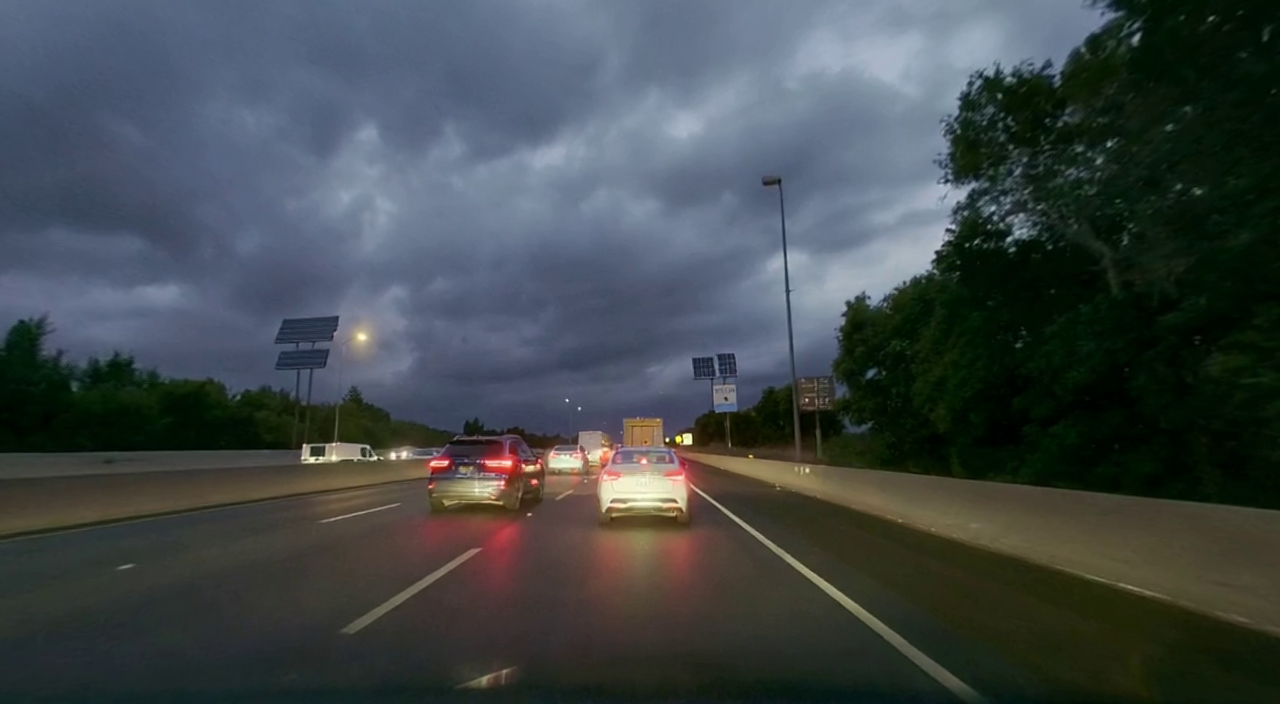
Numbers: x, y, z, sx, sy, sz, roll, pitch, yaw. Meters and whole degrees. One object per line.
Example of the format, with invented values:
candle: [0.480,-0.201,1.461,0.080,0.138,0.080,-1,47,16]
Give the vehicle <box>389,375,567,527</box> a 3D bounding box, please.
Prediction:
vehicle: [-3.329,2.303,14.873,2.289,2.757,6.726,0,-9,1]

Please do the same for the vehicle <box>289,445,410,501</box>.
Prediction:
vehicle: [-8.524,3.546,18.869,1.876,1.482,3.539,0,-9,1]

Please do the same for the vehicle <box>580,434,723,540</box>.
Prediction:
vehicle: [0.143,2.226,10.940,2.063,1.507,3.488,0,-9,-1]
